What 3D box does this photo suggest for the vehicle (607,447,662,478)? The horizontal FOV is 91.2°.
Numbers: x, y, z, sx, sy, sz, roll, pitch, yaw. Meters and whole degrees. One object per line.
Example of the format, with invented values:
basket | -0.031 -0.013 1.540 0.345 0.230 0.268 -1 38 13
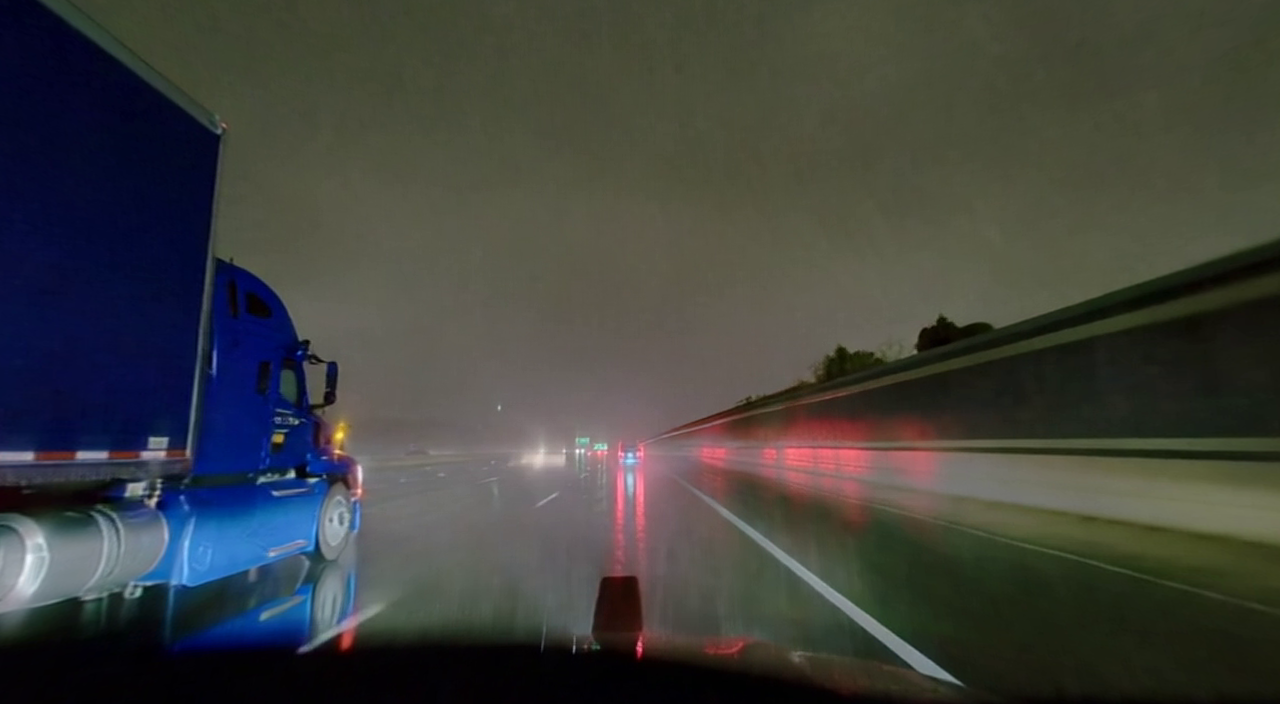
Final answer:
vehicle | -0.347 5.307 30.568 2.398 1.336 5.698 0 -9 -2
